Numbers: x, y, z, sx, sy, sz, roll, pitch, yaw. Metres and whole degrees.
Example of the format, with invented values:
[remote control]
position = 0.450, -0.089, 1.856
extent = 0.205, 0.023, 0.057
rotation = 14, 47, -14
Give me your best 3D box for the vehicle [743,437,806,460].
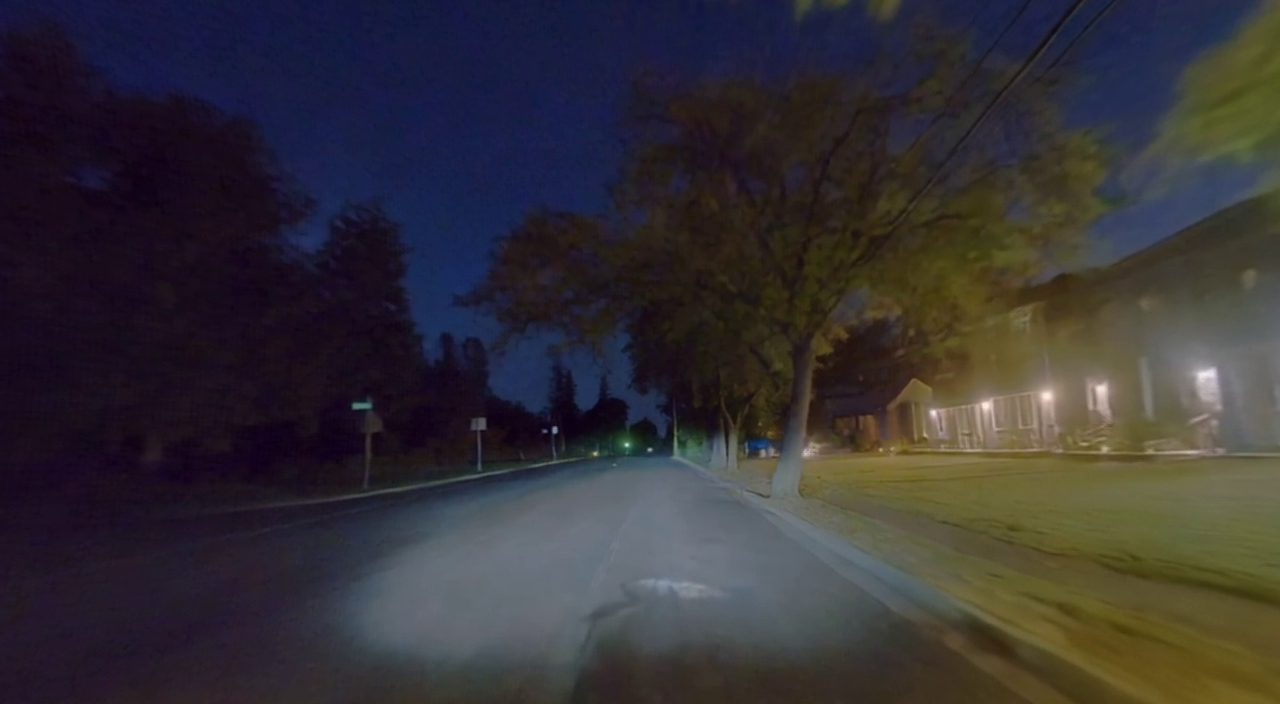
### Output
[vehicle]
position = 9.654, 6.962, 45.531
extent = 4.153, 1.605, 1.835
rotation = 1, -7, -1
